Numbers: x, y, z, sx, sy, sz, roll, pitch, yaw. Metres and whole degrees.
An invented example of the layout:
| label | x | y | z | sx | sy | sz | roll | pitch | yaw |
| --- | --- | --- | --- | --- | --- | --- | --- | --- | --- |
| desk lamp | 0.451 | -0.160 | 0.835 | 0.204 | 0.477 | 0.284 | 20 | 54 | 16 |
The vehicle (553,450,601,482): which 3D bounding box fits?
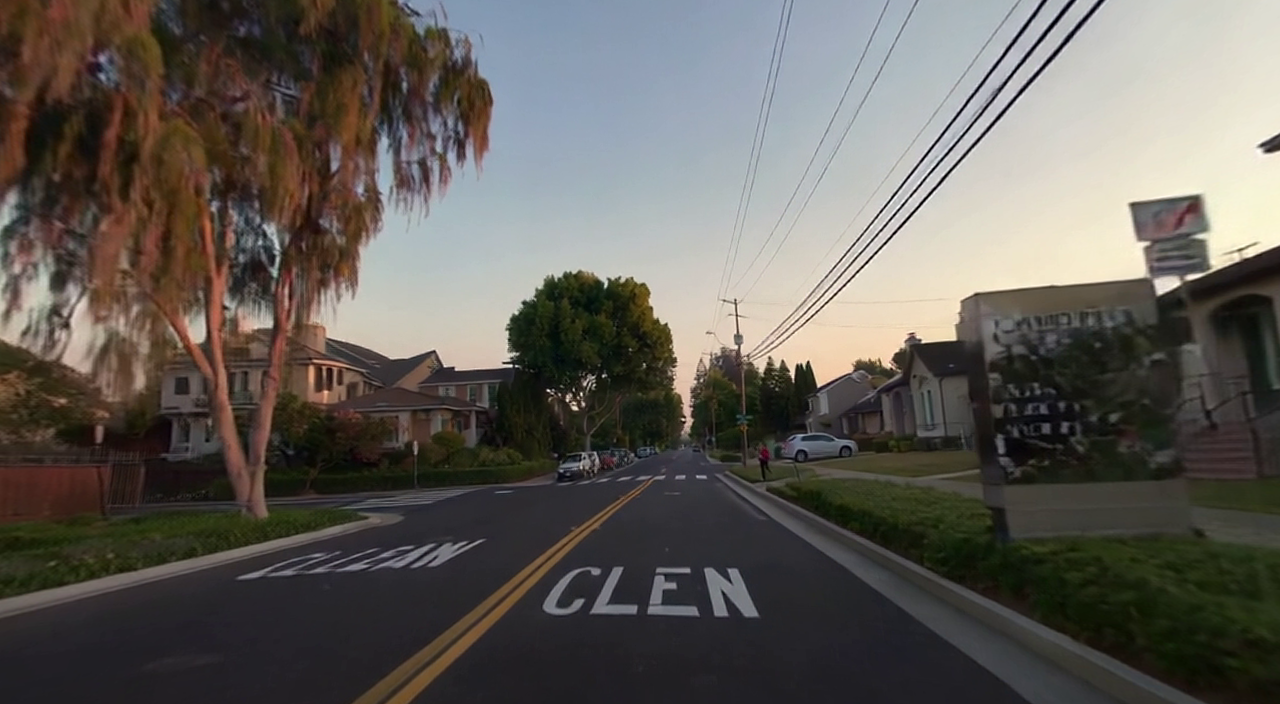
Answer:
| label | x | y | z | sx | sy | sz | roll | pitch | yaw |
| --- | --- | --- | --- | --- | --- | --- | --- | --- | --- |
| vehicle | -3.810 | 7.054 | 39.321 | 2.203 | 1.787 | 4.704 | -1 | -9 | 4 |
